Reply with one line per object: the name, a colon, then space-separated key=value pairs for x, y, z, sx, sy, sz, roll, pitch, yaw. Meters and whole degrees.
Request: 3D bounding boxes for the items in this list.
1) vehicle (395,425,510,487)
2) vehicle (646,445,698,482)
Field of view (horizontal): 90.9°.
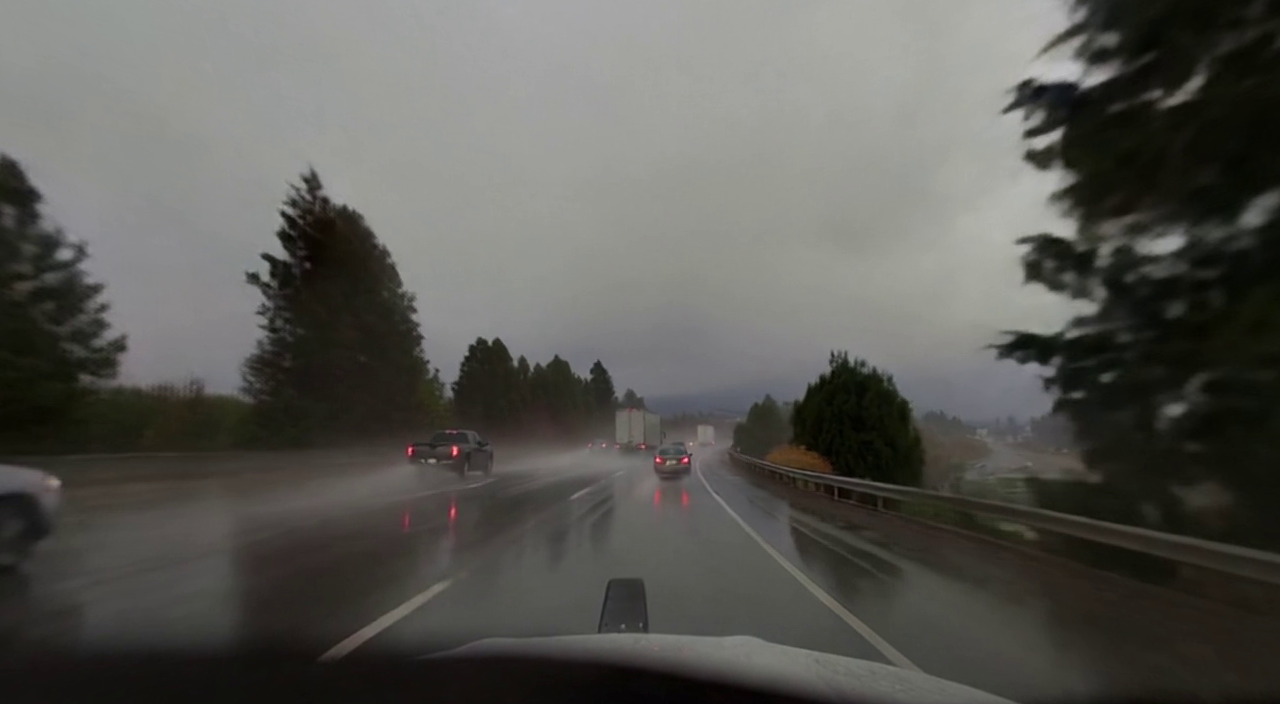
vehicle: x=-6.221 y=3.519 z=21.695 sx=2.142 sy=1.833 sz=4.854 roll=1 pitch=-8 yaw=4
vehicle: x=1.328 y=4.505 z=25.779 sx=1.984 sy=1.365 sz=3.767 roll=1 pitch=-8 yaw=4
